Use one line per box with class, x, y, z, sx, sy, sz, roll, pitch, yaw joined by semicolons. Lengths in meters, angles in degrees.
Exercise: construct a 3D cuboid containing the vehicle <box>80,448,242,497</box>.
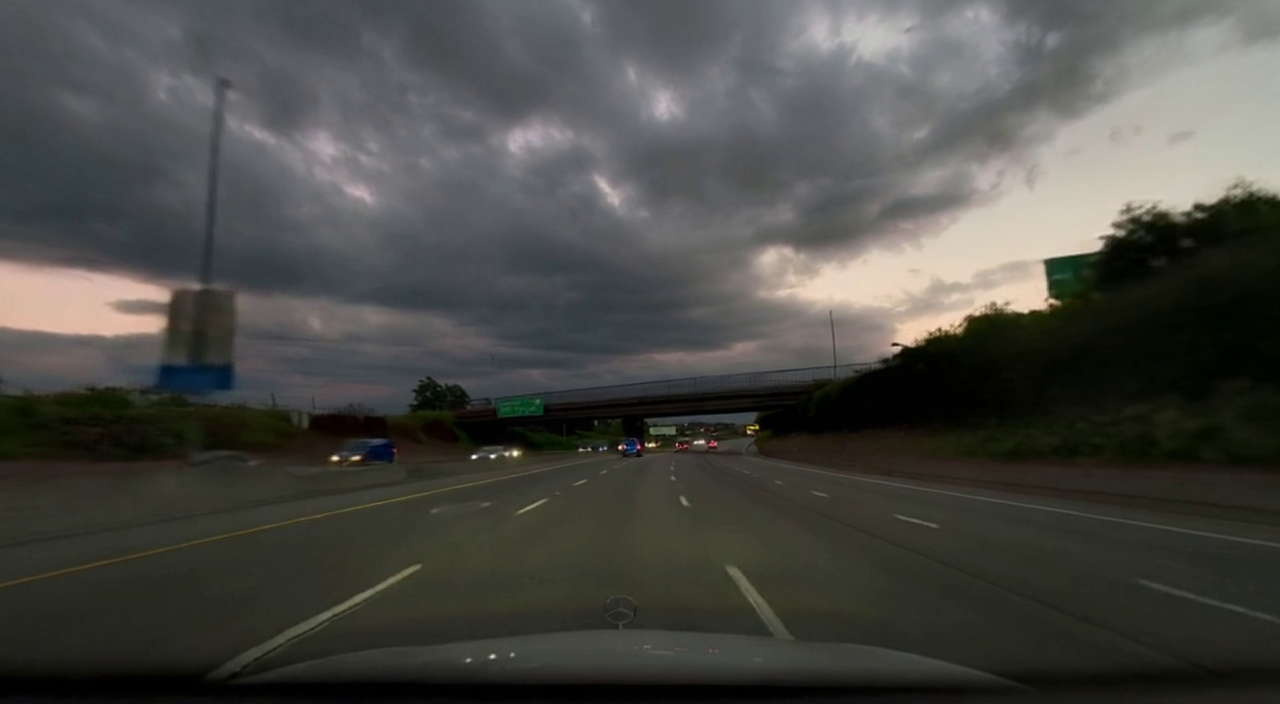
vehicle;-16.960;4.256;22.777;1.978;1.510;4.771;0;-8;2
